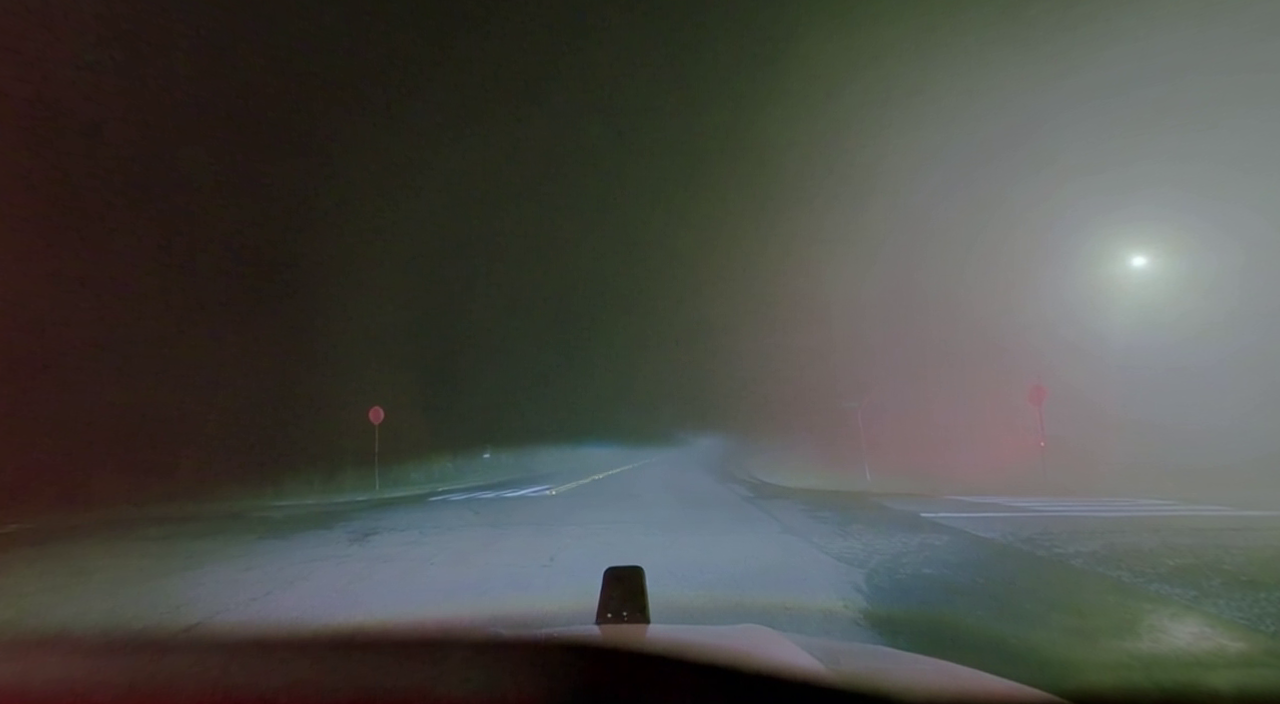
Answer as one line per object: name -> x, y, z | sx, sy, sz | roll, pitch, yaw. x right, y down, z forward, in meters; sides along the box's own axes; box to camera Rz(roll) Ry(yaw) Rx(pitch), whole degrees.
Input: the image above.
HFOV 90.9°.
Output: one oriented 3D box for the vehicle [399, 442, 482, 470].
vehicle -> -12.686, 6.626, 40.227 | 4.590, 1.735, 1.973 | -1, -9, 3
